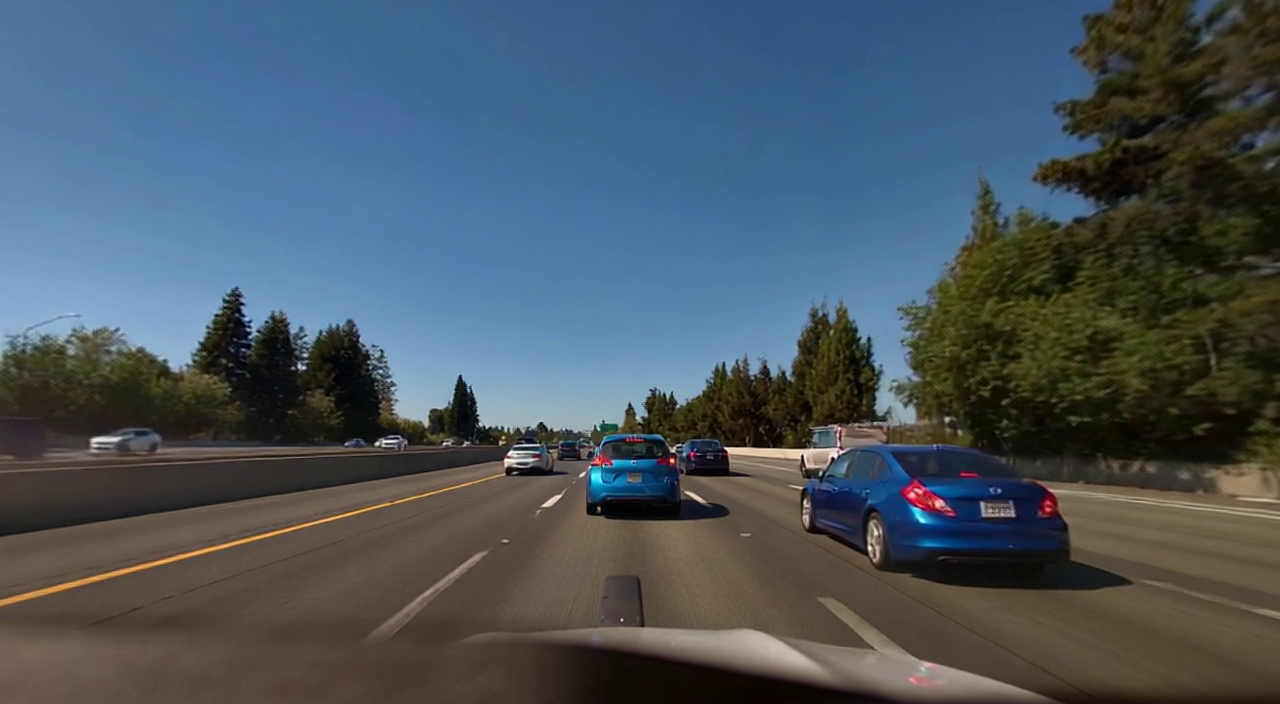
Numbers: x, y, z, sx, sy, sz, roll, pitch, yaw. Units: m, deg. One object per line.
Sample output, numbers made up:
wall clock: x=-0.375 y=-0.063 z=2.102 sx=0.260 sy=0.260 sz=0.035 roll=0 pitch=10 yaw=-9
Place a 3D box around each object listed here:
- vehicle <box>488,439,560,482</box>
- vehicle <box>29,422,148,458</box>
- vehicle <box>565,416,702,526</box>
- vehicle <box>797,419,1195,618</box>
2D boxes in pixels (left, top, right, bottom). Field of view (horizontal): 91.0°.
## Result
vehicle: x=-4.443 y=4.236 z=24.904 sx=2.023 sy=1.497 sz=4.526 roll=1 pitch=-9 yaw=-1
vehicle: x=-26.737 y=4.339 z=30.767 sx=1.912 sy=1.616 sz=4.342 roll=1 pitch=-9 yaw=-2
vehicle: x=-0.119 y=2.203 z=12.107 sx=2.181 sy=1.728 sz=3.970 roll=0 pitch=-9 yaw=-1
vehicle: x=3.330 y=1.626 z=7.111 sx=1.975 sy=1.532 sz=4.227 roll=1 pitch=-9 yaw=-1
